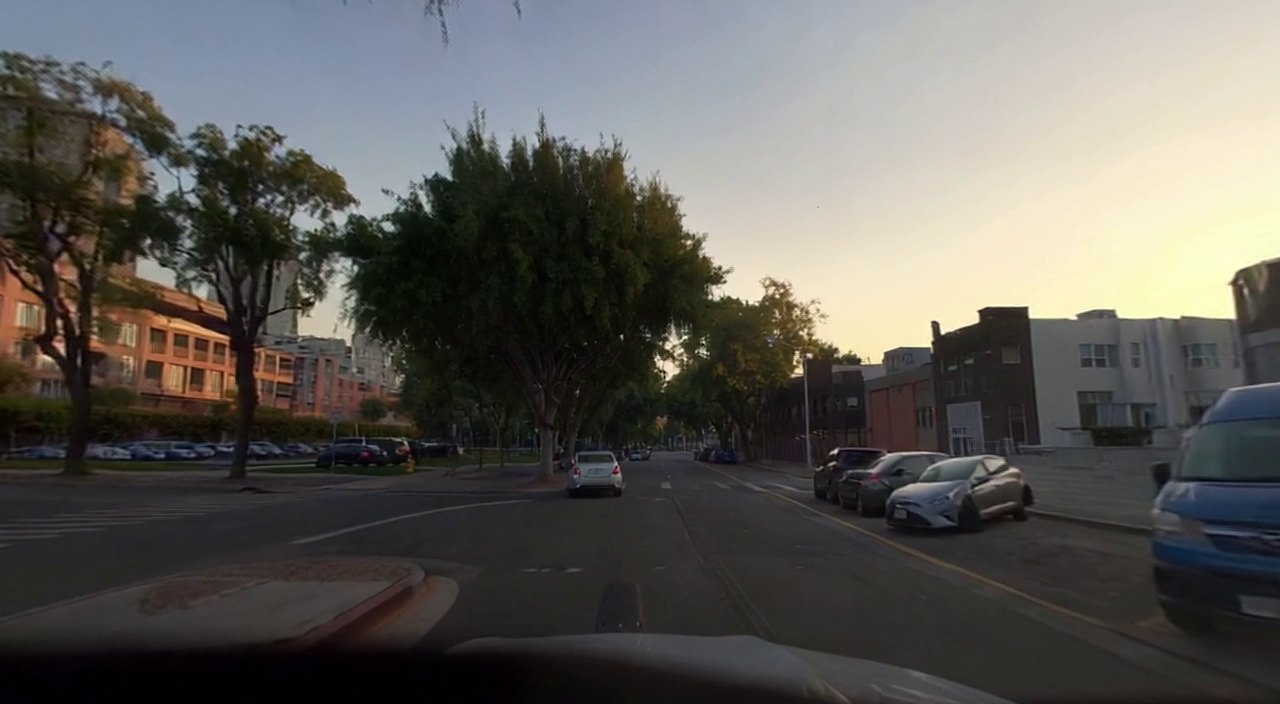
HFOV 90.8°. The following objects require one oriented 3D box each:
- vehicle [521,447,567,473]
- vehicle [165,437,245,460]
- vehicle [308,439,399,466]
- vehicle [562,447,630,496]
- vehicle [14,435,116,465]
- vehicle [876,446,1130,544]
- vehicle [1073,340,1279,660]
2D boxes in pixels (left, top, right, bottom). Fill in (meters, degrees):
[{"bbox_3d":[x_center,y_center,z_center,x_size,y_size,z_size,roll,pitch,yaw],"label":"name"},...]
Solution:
[{"bbox_3d":[-6.025,6.831,40.266,2.049,1.490,4.501,0,-8,2],"label":"vehicle"},{"bbox_3d":[-31.930,7.089,46.444,4.410,1.611,1.880,0,-8,-1],"label":"vehicle"},{"bbox_3d":[-18.392,6.481,40.684,4.892,1.679,1.927,1,-9,-6],"label":"vehicle"},{"bbox_3d":[-1.522,3.996,21.578,2.065,1.450,4.522,1,-8,-4],"label":"vehicle"},{"bbox_3d":[-31.828,5.416,35.019,3.915,1.574,1.850,0,-9,3],"label":"vehicle"},{"bbox_3d":[6.523,2.437,11.377,4.097,1.476,1.864,4,-9,-25],"label":"vehicle"},{"bbox_3d":[6.709,1.190,5.596,5.385,2.146,2.143,4,-9,-25],"label":"vehicle"}]
